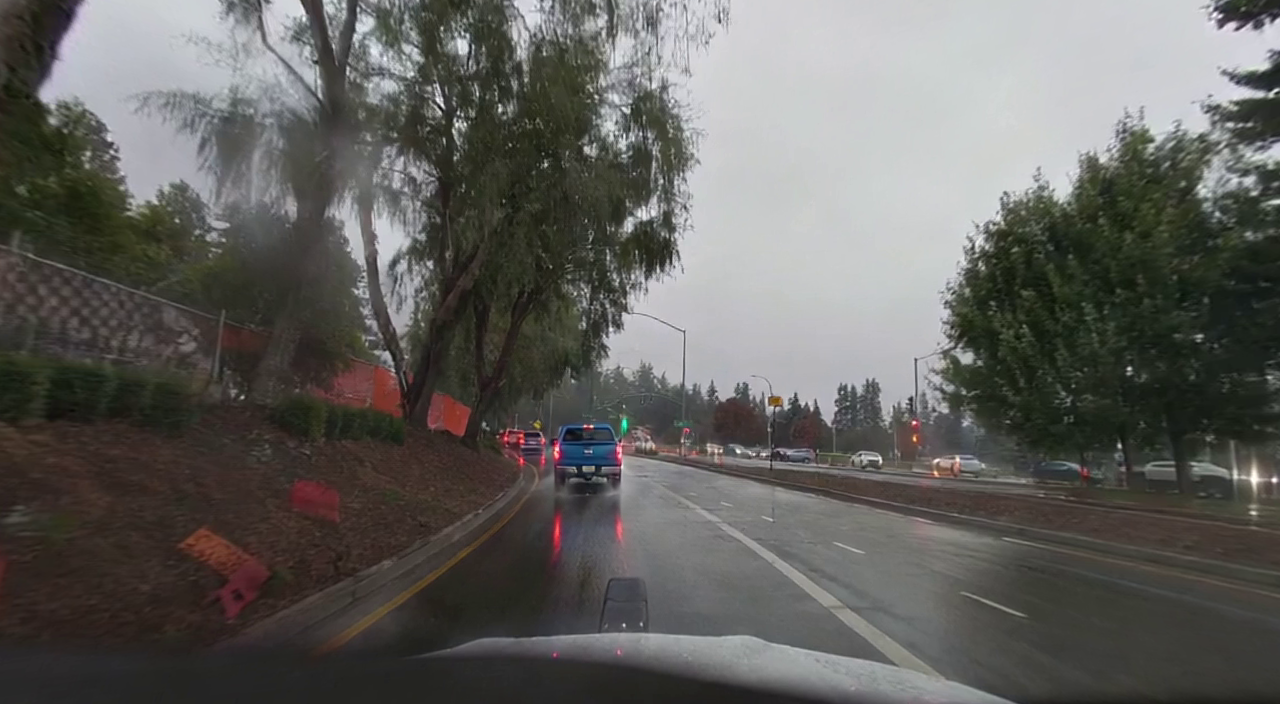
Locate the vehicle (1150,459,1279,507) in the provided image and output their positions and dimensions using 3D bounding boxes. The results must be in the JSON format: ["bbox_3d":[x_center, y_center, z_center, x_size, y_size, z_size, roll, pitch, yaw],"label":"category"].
[{"bbox_3d":[23.611,5.200,25.446,1.895,1.611,4.545,1,-8,-7],"label":"vehicle"}]

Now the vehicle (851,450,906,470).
[{"bbox_3d":[18.694,8.478,49.674,1.805,1.494,4.362,2,-9,-15],"label":"vehicle"}]

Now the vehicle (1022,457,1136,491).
[{"bbox_3d":[22.433,6.235,32.501,1.850,1.470,4.761,2,-9,-11],"label":"vehicle"}]

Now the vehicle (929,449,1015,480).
[{"bbox_3d":[20.900,7.077,39.942,1.938,1.781,5.078,1,-8,-11],"label":"vehicle"}]

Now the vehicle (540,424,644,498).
[{"bbox_3d":[-1.382,2.959,17.563,2.436,1.698,5.322,1,-8,-6],"label":"vehicle"}]
